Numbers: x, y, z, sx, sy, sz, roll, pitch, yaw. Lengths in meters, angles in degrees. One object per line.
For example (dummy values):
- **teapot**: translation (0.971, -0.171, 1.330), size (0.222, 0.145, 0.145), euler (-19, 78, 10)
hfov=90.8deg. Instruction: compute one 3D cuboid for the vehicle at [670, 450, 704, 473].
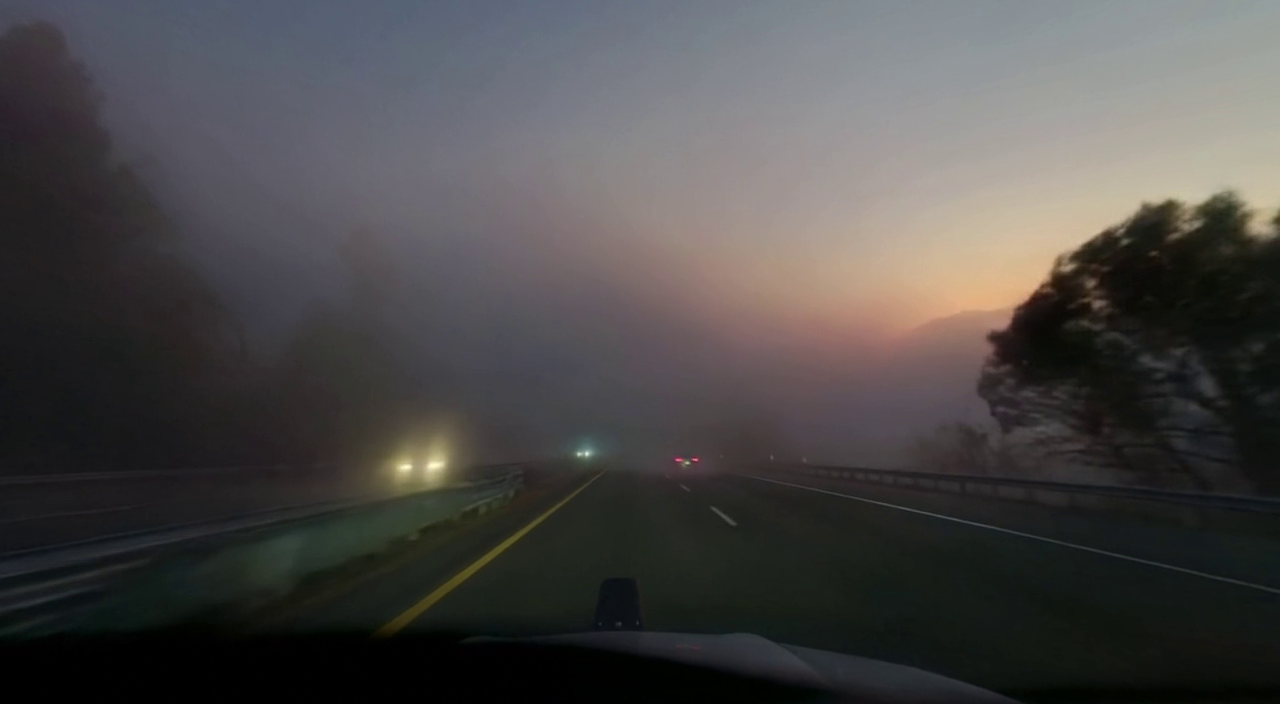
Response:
- **vehicle**: translation (3.145, 7.364, 42.651), size (1.870, 1.486, 3.858), euler (0, -9, -2)
